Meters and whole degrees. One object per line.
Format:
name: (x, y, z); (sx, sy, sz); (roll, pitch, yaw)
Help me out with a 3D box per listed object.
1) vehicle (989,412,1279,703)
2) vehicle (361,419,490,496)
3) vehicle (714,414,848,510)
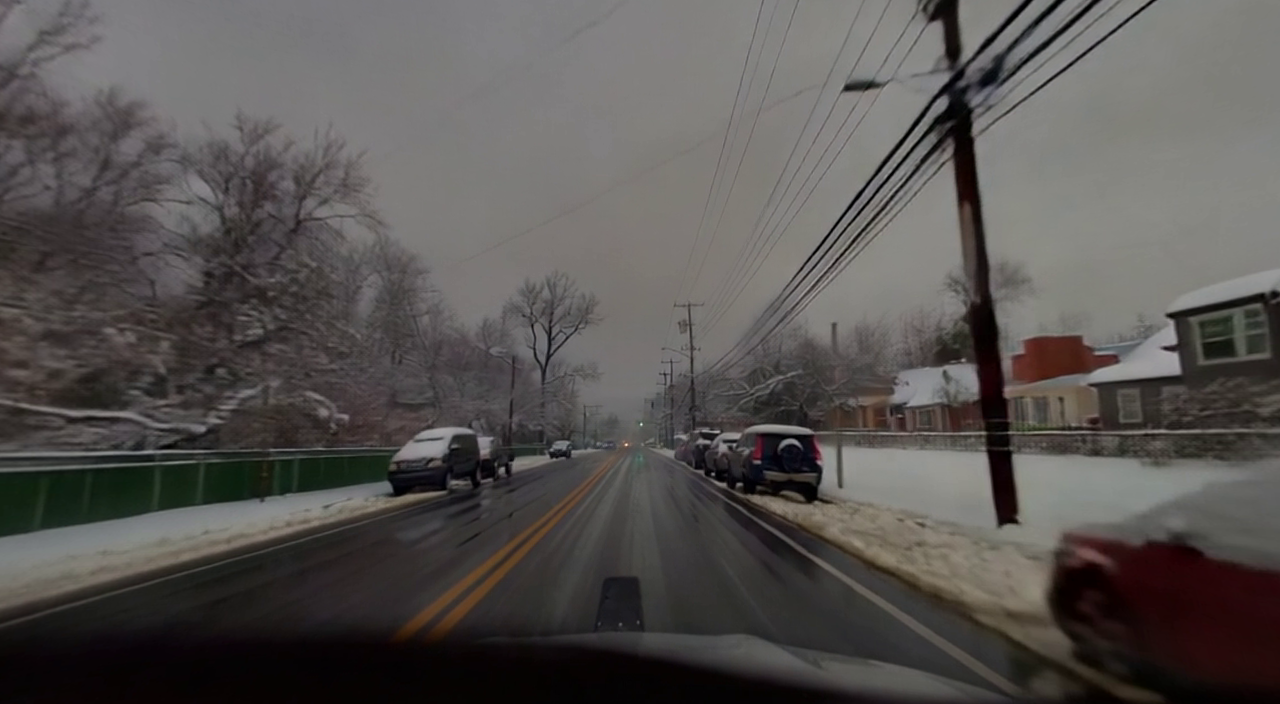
vehicle: (3.559, 0.948, 2.244); (1.862, 1.492, 4.800); (0, -9, 0)
vehicle: (-6.663, 3.349, 20.415); (2.268, 2.154, 5.321); (0, -8, 0)
vehicle: (3.312, 2.736, 16.167); (2.053, 2.005, 5.495); (0, -8, -1)
